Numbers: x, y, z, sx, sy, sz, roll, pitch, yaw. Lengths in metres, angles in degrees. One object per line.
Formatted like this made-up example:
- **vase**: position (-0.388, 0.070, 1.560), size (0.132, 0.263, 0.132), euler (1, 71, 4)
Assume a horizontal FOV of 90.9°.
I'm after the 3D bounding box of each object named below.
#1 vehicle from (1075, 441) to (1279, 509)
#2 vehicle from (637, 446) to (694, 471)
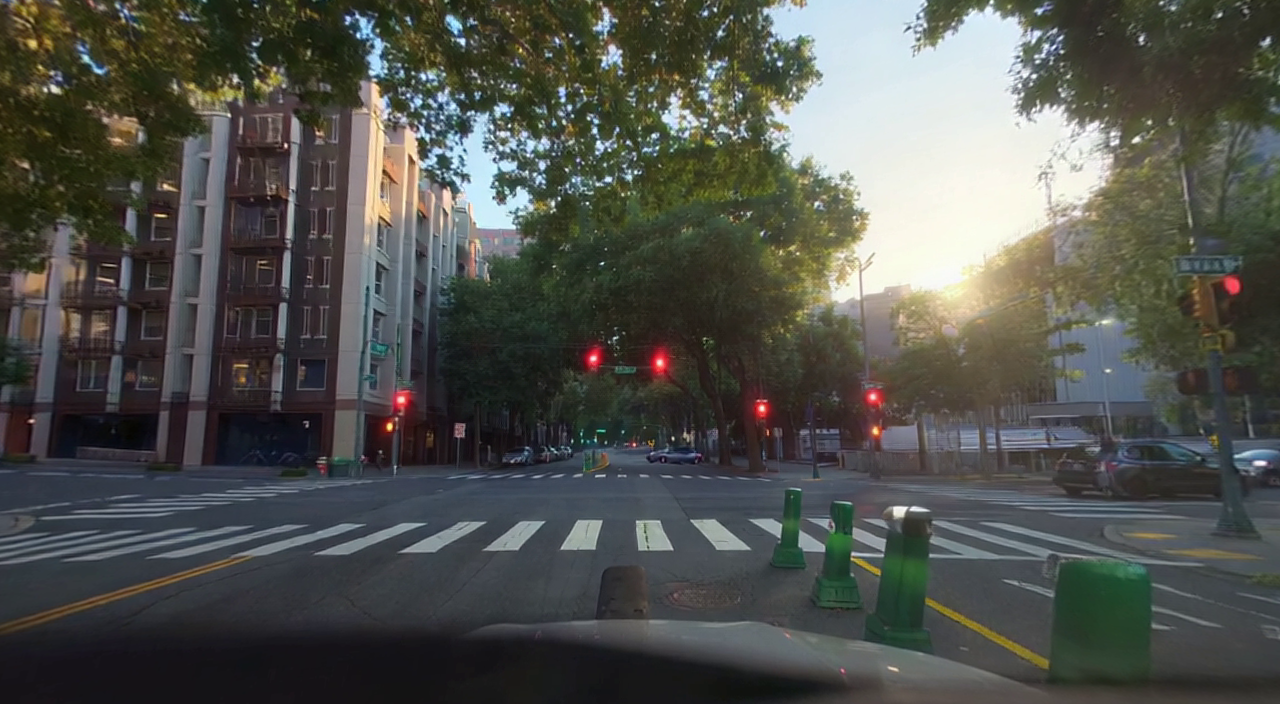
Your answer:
- **vehicle**: position (13.004, 2.792, 14.561), size (4.424, 1.436, 1.804), euler (-1, -8, 5)
- **vehicle**: position (1.566, 6.771, 40.386), size (1.972, 1.522, 4.368), euler (3, -9, -23)
